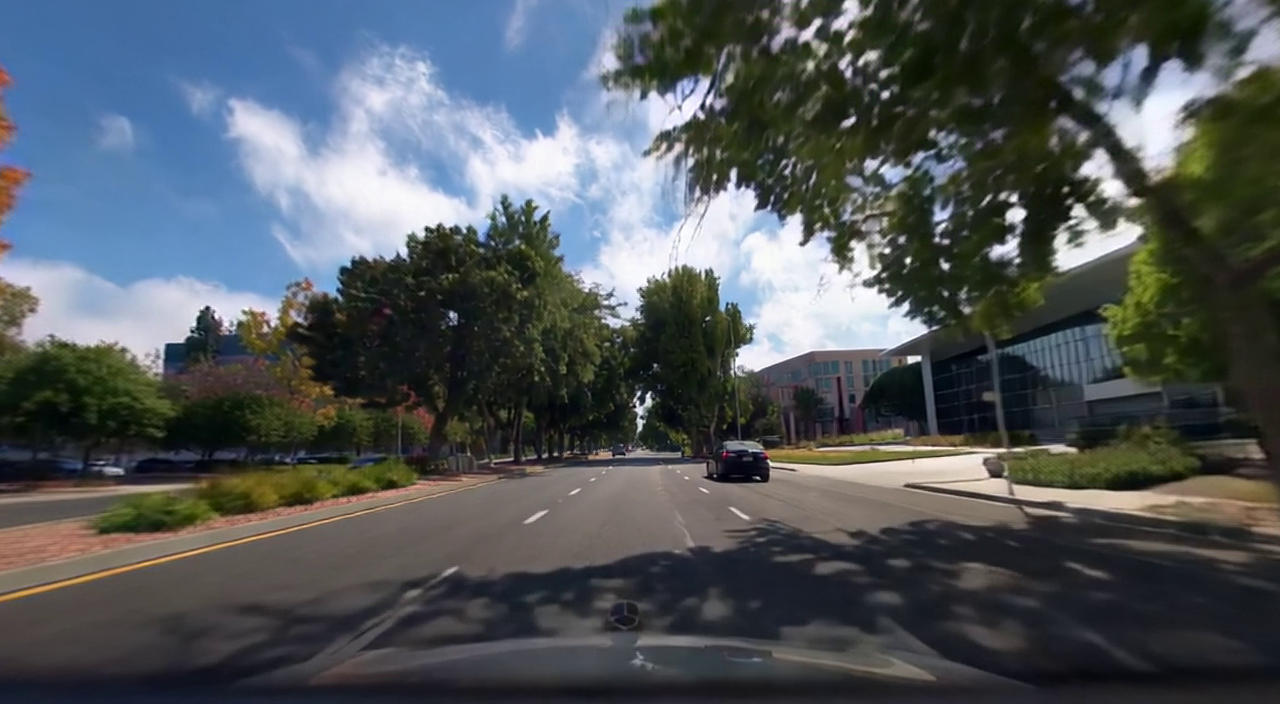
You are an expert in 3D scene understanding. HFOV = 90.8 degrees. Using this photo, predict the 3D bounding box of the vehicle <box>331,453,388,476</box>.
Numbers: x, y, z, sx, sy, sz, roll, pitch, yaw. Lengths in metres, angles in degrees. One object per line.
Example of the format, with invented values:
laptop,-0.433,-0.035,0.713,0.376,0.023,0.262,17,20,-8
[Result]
vehicle,-19.843,7.940,44.934,1.880,1.455,4.654,0,-8,1

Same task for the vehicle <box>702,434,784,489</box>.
vehicle,3.541,3.844,22.574,2.083,1.743,4.354,0,-8,-1
